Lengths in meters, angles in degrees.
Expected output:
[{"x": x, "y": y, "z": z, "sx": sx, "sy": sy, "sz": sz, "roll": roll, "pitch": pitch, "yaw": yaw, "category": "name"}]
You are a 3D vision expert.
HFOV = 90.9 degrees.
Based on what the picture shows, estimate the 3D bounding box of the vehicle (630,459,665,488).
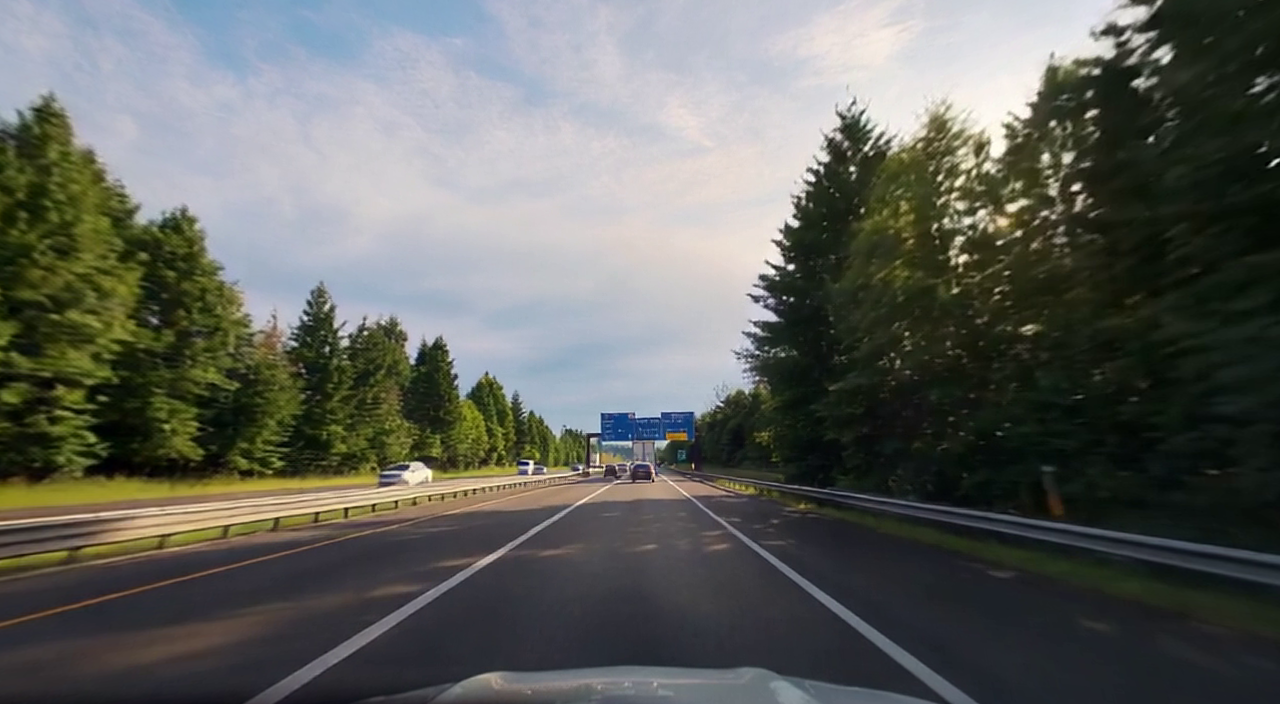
[{"x": 0.439, "y": 7.691, "z": 39.872, "sx": 2.048, "sy": 1.663, "sz": 4.377, "roll": 1, "pitch": -10, "yaw": 0, "category": "vehicle"}]

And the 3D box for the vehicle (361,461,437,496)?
[{"x": -11.257, "y": 5.951, "z": 29.741, "sx": 1.894, "sy": 1.469, "sz": 3.976, "roll": 1, "pitch": -10, "yaw": 1, "category": "vehicle"}]
